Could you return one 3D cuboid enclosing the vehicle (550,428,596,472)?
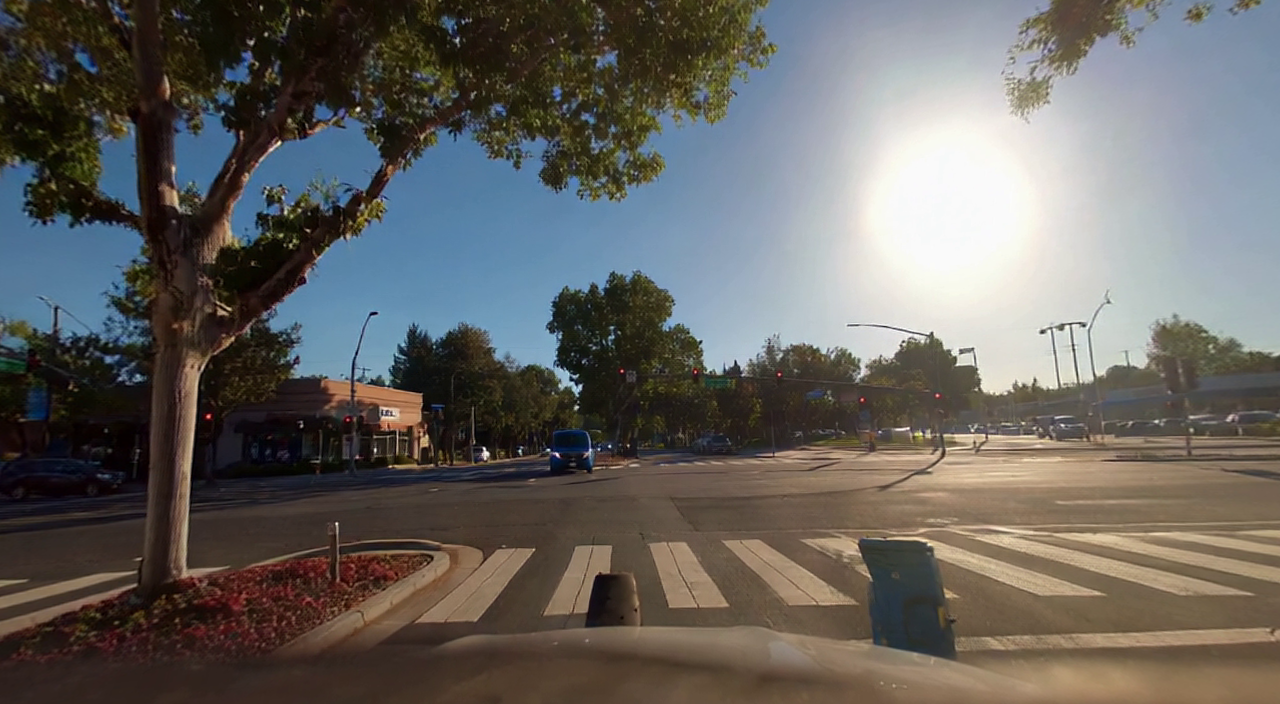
[{"bbox_3d":[-4.045,5.756,37.343,2.465,2.404,5.791,1,-8,-8],"label":"vehicle"}]
